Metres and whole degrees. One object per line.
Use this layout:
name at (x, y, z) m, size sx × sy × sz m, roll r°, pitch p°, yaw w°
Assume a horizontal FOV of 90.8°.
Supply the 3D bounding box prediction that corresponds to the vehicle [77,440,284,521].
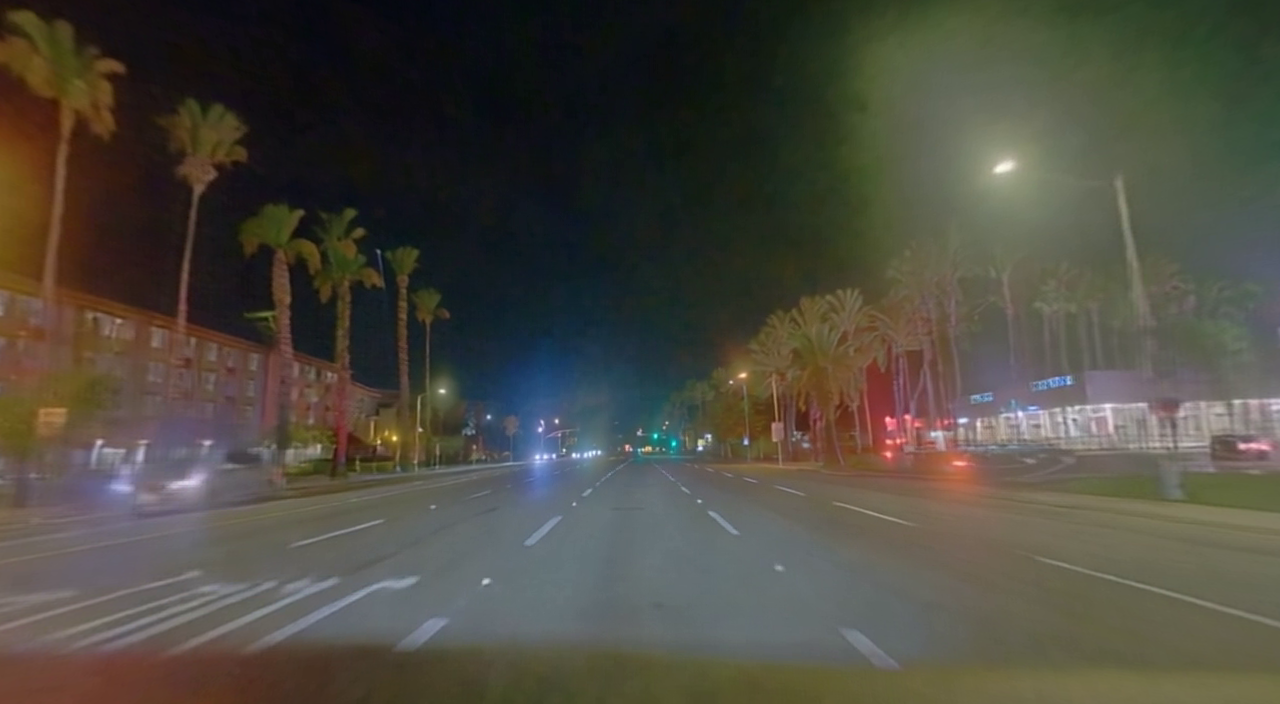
vehicle at (-12.812, 3.565, 18.204) m, size 2.237 × 1.950 × 5.039 m, roll 0°, pitch -9°, yaw -2°

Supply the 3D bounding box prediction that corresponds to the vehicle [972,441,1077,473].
vehicle at (21.545, 5.911, 35.542) m, size 4.620 × 1.475 × 1.904 m, roll -3°, pitch -9°, yaw -3°

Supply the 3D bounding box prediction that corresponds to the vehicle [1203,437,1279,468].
vehicle at (34.648, 5.666, 35.784) m, size 3.698 × 1.478 × 1.811 m, roll -3°, pitch -8°, yaw -1°
